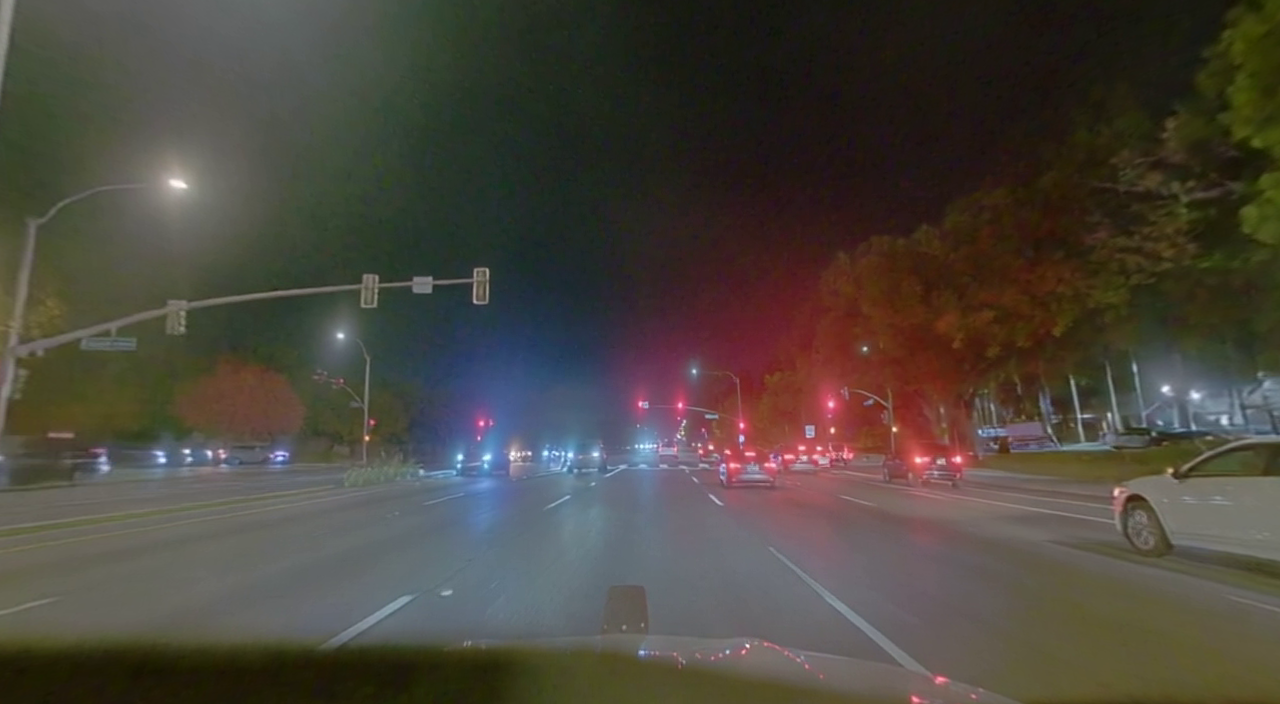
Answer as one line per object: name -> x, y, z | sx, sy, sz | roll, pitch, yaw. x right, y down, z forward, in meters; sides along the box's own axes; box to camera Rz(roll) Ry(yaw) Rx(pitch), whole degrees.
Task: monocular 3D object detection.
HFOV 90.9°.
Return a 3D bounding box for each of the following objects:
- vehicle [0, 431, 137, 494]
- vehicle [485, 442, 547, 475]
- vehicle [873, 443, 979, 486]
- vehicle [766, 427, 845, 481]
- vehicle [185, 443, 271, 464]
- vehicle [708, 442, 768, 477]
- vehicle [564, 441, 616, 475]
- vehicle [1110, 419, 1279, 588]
vehicle -> -18.633, 3.380, 19.543 | 1.981, 1.721, 4.772 | -1, -8, 2
vehicle -> -6.102, 5.281, 31.557 | 2.004, 1.529, 4.319 | -1, -8, 3
vehicle -> 11.029, 4.349, 24.736 | 1.963, 1.513, 4.600 | 0, -8, 0
vehicle -> 7.320, 4.567, 28.485 | 2.186, 2.202, 5.426 | 0, -8, 1
vehicle -> -31.357, 7.719, 48.137 | 5.137, 1.482, 1.918 | 3, -9, -21
vehicle -> 4.709, 5.247, 31.064 | 2.292, 1.563, 4.734 | 0, -8, 2
vehicle -> -2.361, 5.181, 30.938 | 1.958, 1.542, 4.175 | -1, -8, 3
vehicle -> 7.210, 1.450, 6.058 | 2.051, 1.620, 4.702 | -1, -8, 6
